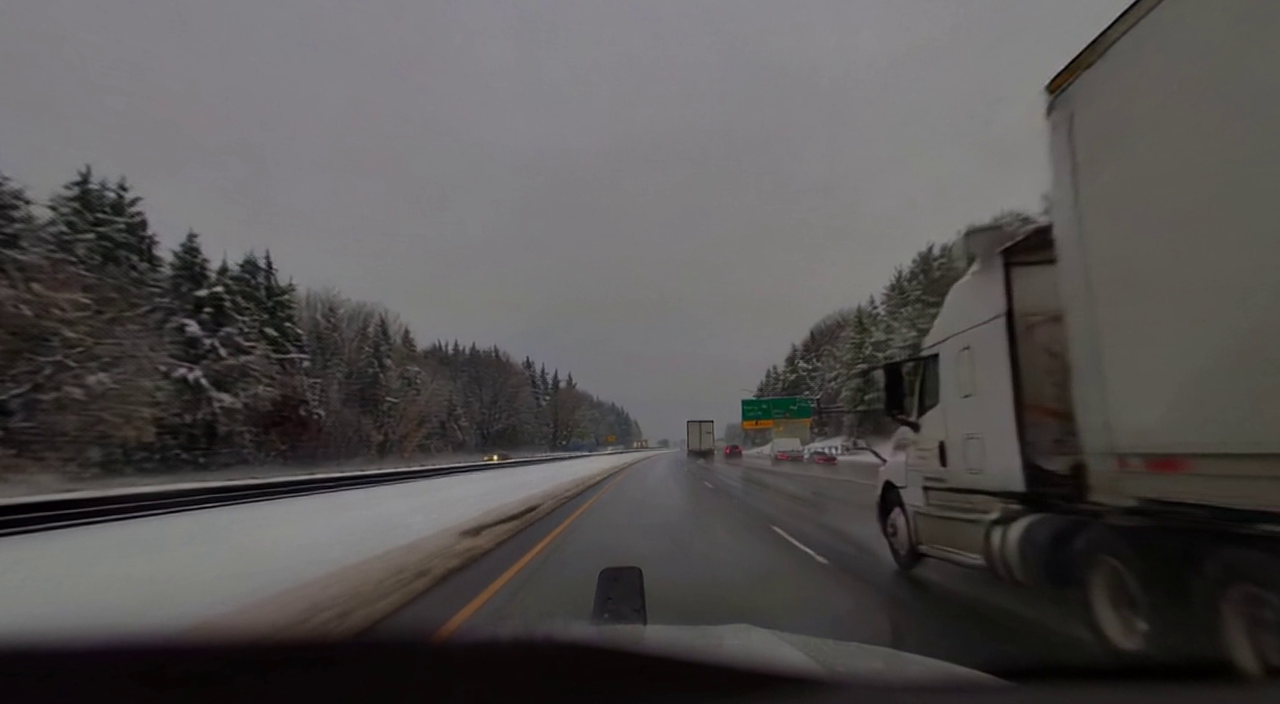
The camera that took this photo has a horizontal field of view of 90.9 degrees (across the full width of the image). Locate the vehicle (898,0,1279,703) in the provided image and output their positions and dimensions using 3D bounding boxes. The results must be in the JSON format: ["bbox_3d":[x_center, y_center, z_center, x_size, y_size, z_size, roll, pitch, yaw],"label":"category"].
[{"bbox_3d":[4.522,-0.023,3.984,3.024,3.913,6.159,0,-9,0],"label":"vehicle"}]
